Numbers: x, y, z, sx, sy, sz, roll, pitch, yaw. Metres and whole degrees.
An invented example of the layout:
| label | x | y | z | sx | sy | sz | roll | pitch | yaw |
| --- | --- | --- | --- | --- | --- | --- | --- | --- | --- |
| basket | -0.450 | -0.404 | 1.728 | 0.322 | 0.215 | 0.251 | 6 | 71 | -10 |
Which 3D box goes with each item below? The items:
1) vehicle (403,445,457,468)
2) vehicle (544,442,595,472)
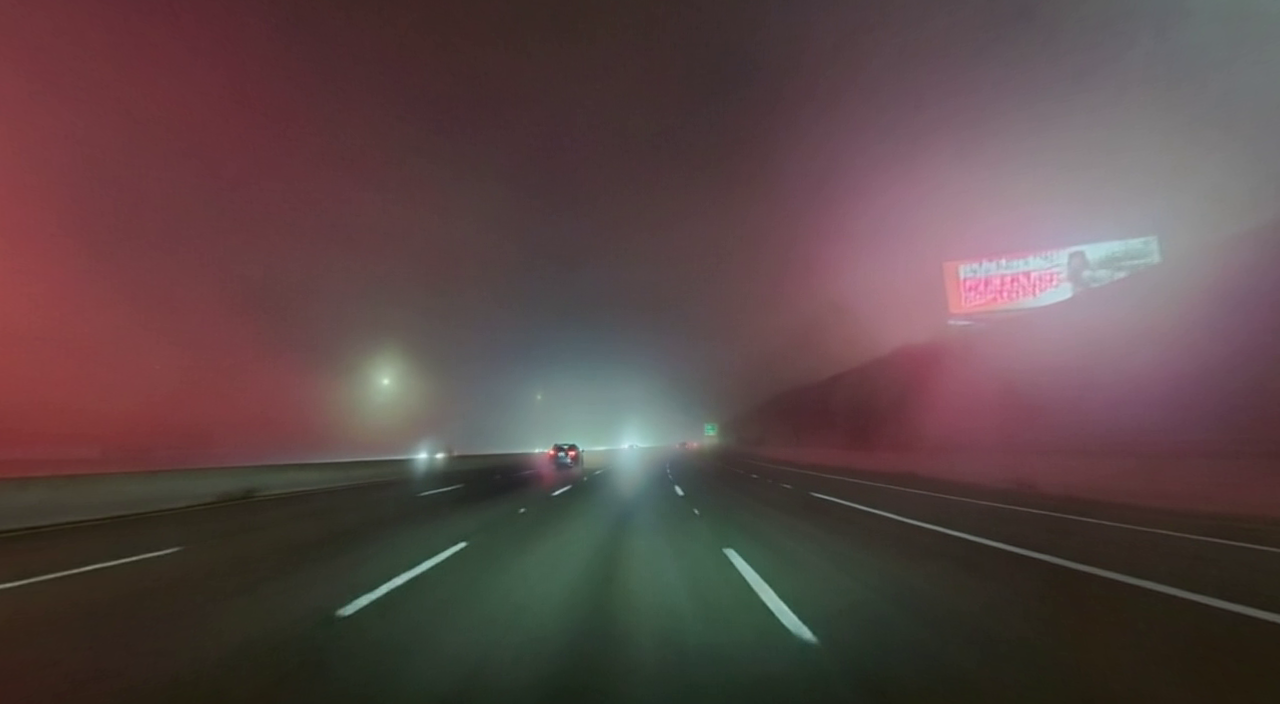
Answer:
| label | x | y | z | sx | sy | sz | roll | pitch | yaw |
| --- | --- | --- | --- | --- | --- | --- | --- | --- | --- |
| vehicle | -14.145 | 7.030 | 42.737 | 2.078 | 1.483 | 4.120 | -1 | -8 | 3 |
| vehicle | -3.733 | 5.659 | 34.296 | 2.078 | 1.457 | 4.648 | -1 | -8 | 2 |
